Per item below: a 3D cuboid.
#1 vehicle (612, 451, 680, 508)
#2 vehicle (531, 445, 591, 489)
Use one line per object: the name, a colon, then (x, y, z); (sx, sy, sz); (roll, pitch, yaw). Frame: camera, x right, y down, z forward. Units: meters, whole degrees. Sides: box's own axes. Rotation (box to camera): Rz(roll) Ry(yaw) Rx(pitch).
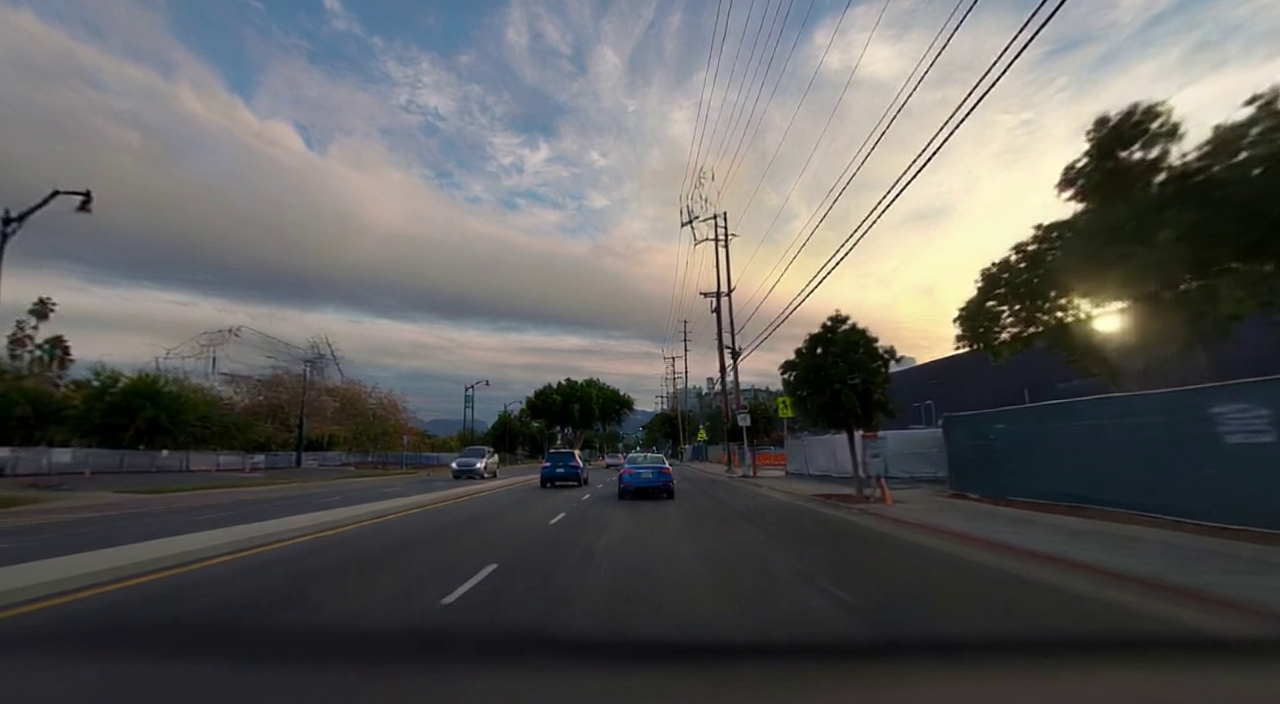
vehicle: (0.185, 4.197, 21.149); (2.059, 1.691, 3.980); (-1, -9, 0)
vehicle: (-3.537, 5.258, 29.022); (2.078, 1.804, 4.387); (-1, -9, 1)
